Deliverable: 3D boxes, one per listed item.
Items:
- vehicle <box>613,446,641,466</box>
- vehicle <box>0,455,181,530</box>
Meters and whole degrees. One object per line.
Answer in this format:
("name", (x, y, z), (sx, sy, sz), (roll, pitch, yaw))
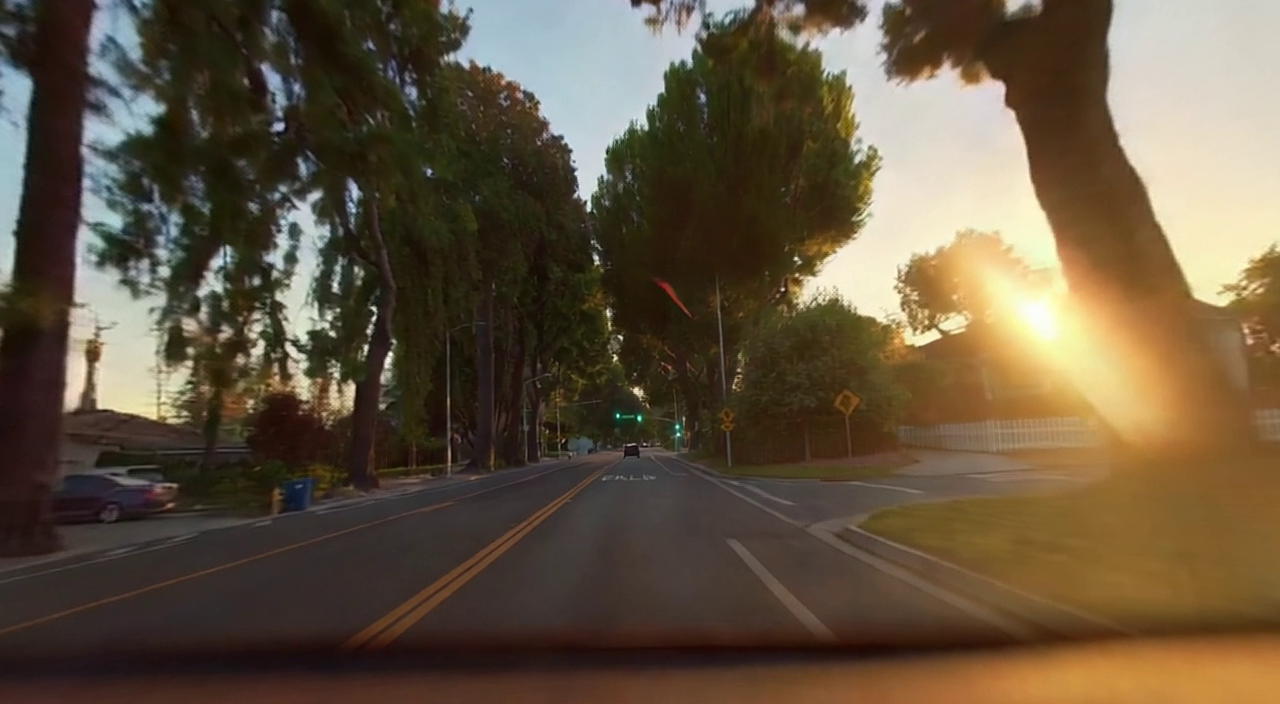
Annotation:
("vehicle", (-1.000, 8.134, 49.722), (2.104, 1.500, 3.815), (0, -9, -1))
("vehicle", (-16.079, 3.911, 17.748), (2.043, 1.803, 4.631), (-12, -13, 37))
